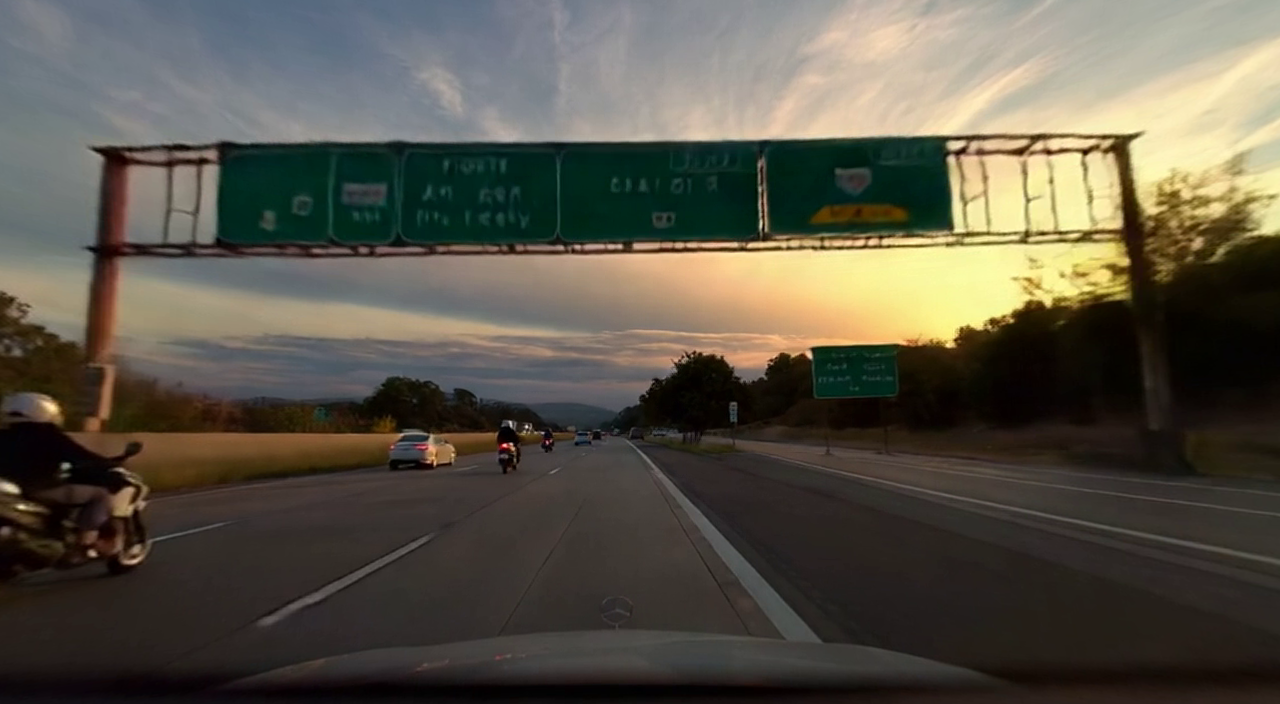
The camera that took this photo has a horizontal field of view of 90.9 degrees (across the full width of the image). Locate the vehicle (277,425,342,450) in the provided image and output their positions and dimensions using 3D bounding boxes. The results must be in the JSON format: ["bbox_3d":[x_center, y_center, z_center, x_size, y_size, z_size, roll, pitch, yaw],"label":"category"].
[{"bbox_3d":[-21.560,5.610,41.297,1.845,1.497,4.587,0,-8,-1],"label":"vehicle"}]

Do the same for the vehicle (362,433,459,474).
[{"bbox_3d":[-8.673,3.868,24.336,2.053,1.409,4.704,0,-8,-1],"label":"vehicle"}]
